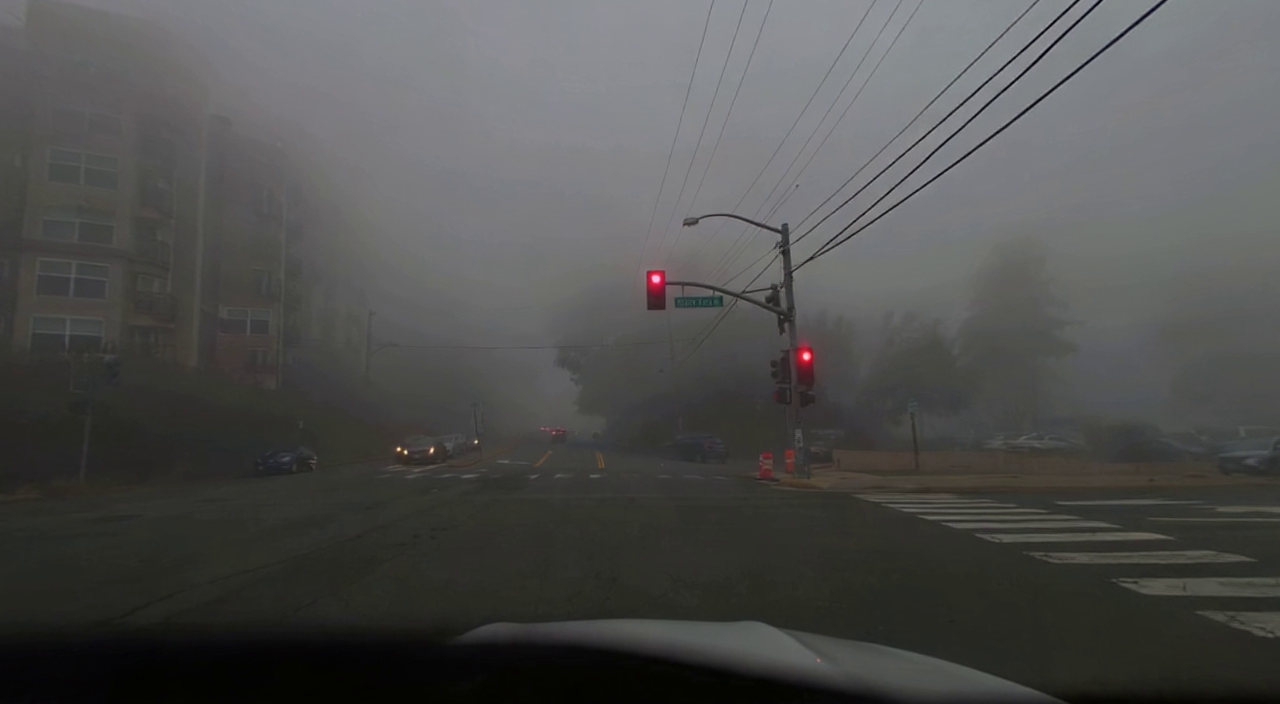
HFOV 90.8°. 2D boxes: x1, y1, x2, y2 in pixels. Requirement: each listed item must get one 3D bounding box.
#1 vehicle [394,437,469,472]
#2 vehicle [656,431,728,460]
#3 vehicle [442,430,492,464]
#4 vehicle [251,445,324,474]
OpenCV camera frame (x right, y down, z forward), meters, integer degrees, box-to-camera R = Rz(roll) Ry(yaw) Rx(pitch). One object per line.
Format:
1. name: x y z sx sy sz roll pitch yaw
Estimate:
1. vehicle: -9.698 4.798 29.774 2.116 1.521 4.294 0 -9 -1
2. vehicle: 2.911 5.449 36.881 2.073 1.571 4.790 4 -10 -25
3. vehicle: -9.804 5.455 36.186 1.910 1.818 4.057 0 -9 -3
4. vehicle: -21.118 6.453 38.092 1.981 1.628 4.336 0 -9 -1
